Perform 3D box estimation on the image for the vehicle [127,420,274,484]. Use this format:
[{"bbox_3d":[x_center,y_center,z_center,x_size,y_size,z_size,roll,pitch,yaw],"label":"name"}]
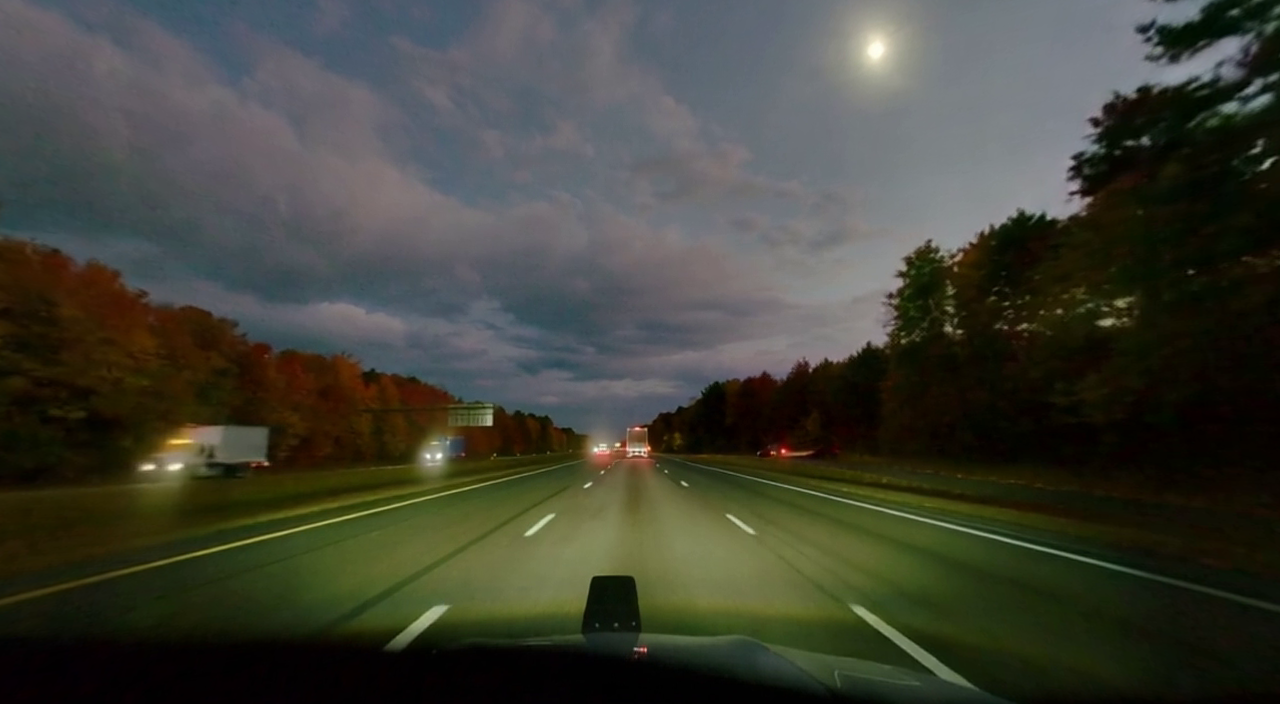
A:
[{"bbox_3d":[-27.742,6.409,40.318,2.815,3.623,9.029,0,-9,0],"label":"vehicle"}]
